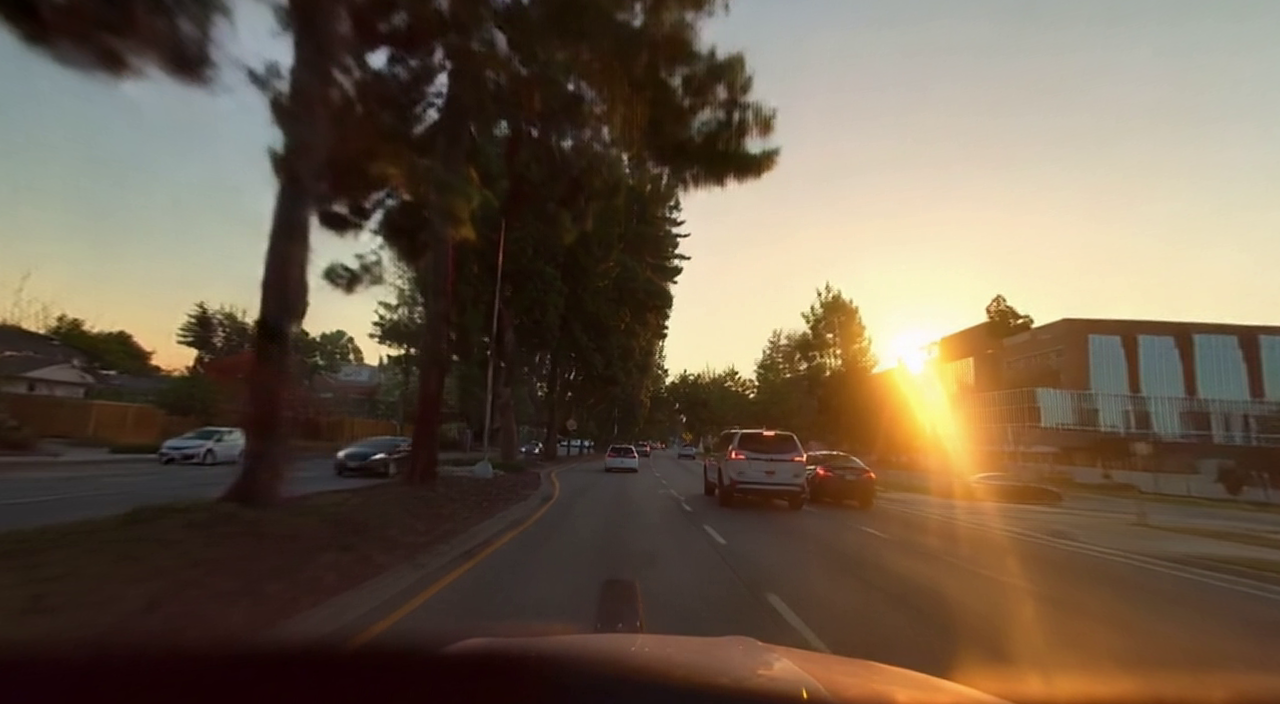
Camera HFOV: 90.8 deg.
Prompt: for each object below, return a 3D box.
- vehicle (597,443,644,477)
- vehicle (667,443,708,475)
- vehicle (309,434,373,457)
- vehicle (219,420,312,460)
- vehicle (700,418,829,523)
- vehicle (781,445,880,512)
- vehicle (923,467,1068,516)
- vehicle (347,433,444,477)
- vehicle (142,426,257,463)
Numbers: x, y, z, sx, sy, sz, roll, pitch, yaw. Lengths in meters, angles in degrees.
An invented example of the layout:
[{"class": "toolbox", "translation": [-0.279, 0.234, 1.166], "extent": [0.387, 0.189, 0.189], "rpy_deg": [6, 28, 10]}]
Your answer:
[{"class": "vehicle", "translation": [-0.888, 5.129, 30.176], "extent": [2.119, 1.460, 3.847], "rpy_deg": [0, -9, -1]}, {"class": "vehicle", "translation": [2.676, 6.213, 36.867], "extent": [1.922, 1.708, 4.126], "rpy_deg": [0, -9, -2]}, {"class": "vehicle", "translation": [-19.503, 6.171, 41.454], "extent": [1.913, 1.417, 4.592], "rpy_deg": [0, -9, 0]}, {"class": "vehicle", "translation": [-19.483, 4.659, 33.181], "extent": [2.056, 1.899, 4.803], "rpy_deg": [0, -9, -3]}, {"class": "vehicle", "translation": [2.742, 2.730, 14.975], "extent": [2.035, 1.940, 4.299], "rpy_deg": [5, -9, -1]}, {"class": "vehicle", "translation": [6.266, 4.155, 21.304], "extent": [1.913, 1.777, 4.269], "rpy_deg": [7, -9, 1]}, {"class": "vehicle", "translation": [14.200, 5.585, 25.531], "extent": [4.545, 1.770, 2.057], "rpy_deg": [-2, -9, 9]}, {"class": "vehicle", "translation": [-8.803, 3.762, 23.206], "extent": [1.861, 1.456, 4.303], "rpy_deg": [1, -9, -1]}, {"class": "vehicle", "translation": [-19.269, 4.110, 27.945], "extent": [1.877, 1.446, 4.593], "rpy_deg": [0, -9, -1]}]
